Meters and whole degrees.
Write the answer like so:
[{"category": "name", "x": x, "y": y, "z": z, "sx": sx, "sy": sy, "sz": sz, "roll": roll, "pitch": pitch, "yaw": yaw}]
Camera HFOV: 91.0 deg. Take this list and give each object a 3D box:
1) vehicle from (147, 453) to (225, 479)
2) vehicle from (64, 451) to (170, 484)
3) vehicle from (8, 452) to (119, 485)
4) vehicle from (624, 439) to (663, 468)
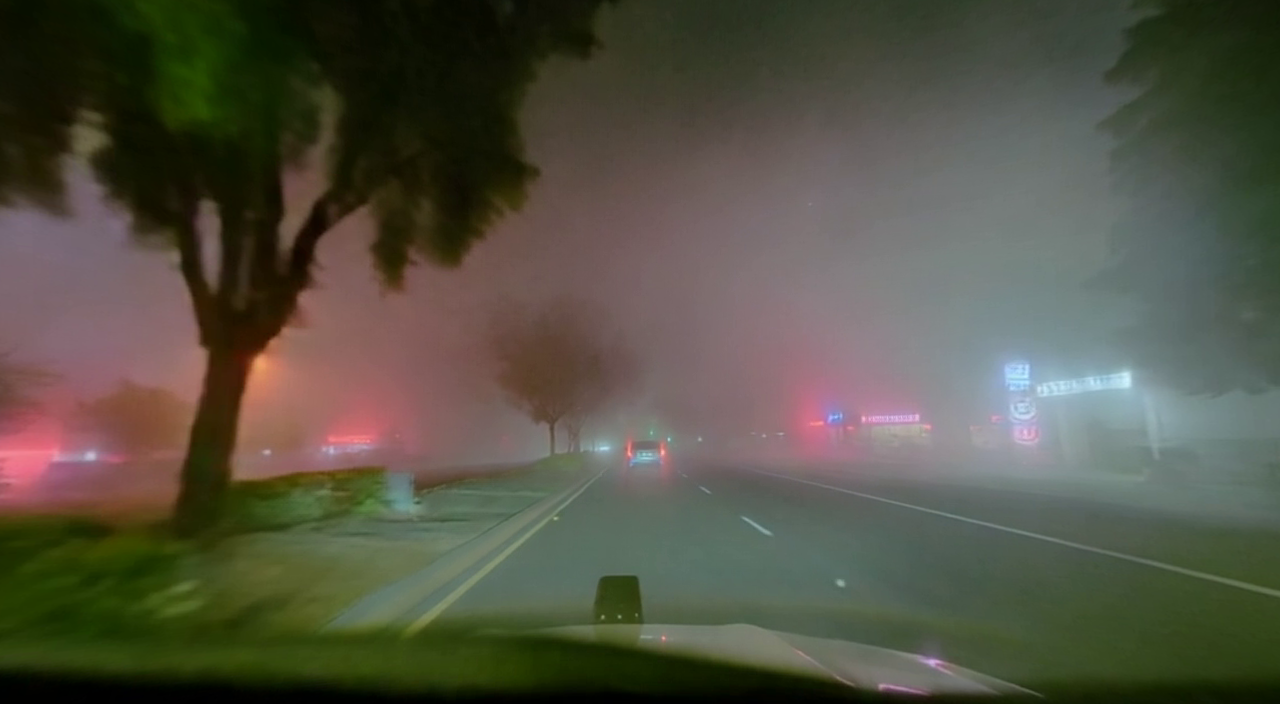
[{"category": "vehicle", "x": -31.116, "y": 7.815, "z": 43.382, "sx": 1.873, "sy": 1.513, "sz": 5.019, "roll": -3, "pitch": -9, "yaw": -3}, {"category": "vehicle", "x": -31.150, "y": 6.862, "z": 37.724, "sx": 1.952, "sy": 1.729, "sz": 5.170, "roll": 0, "pitch": -8, "yaw": -1}, {"category": "vehicle", "x": -34.378, "y": 6.928, "z": 37.731, "sx": 2.034, "sy": 1.742, "sz": 4.830, "roll": 0, "pitch": -8, "yaw": 0}, {"category": "vehicle", "x": 0.135, "y": 5.386, "z": 33.482, "sx": 1.998, "sy": 1.452, "sz": 3.773, "roll": 0, "pitch": -8, "yaw": -1}]
